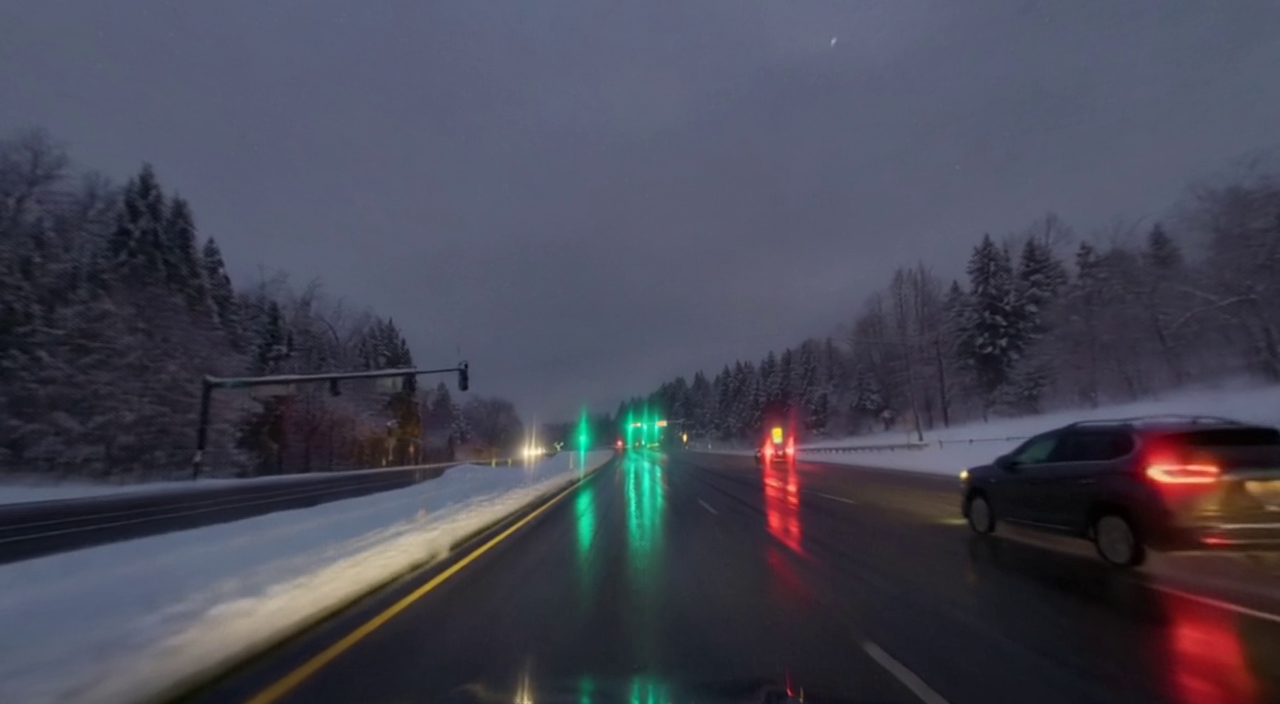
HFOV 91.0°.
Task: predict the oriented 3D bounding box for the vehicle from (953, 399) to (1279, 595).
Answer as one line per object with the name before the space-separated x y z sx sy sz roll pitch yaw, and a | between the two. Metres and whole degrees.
vehicle | 6.188 1.601 7.853 2.066 1.683 4.675 0 -9 -1

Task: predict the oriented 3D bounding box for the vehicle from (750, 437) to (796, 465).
vehicle | 9.497 7.109 45.314 2.170 1.830 4.720 0 -9 -1
